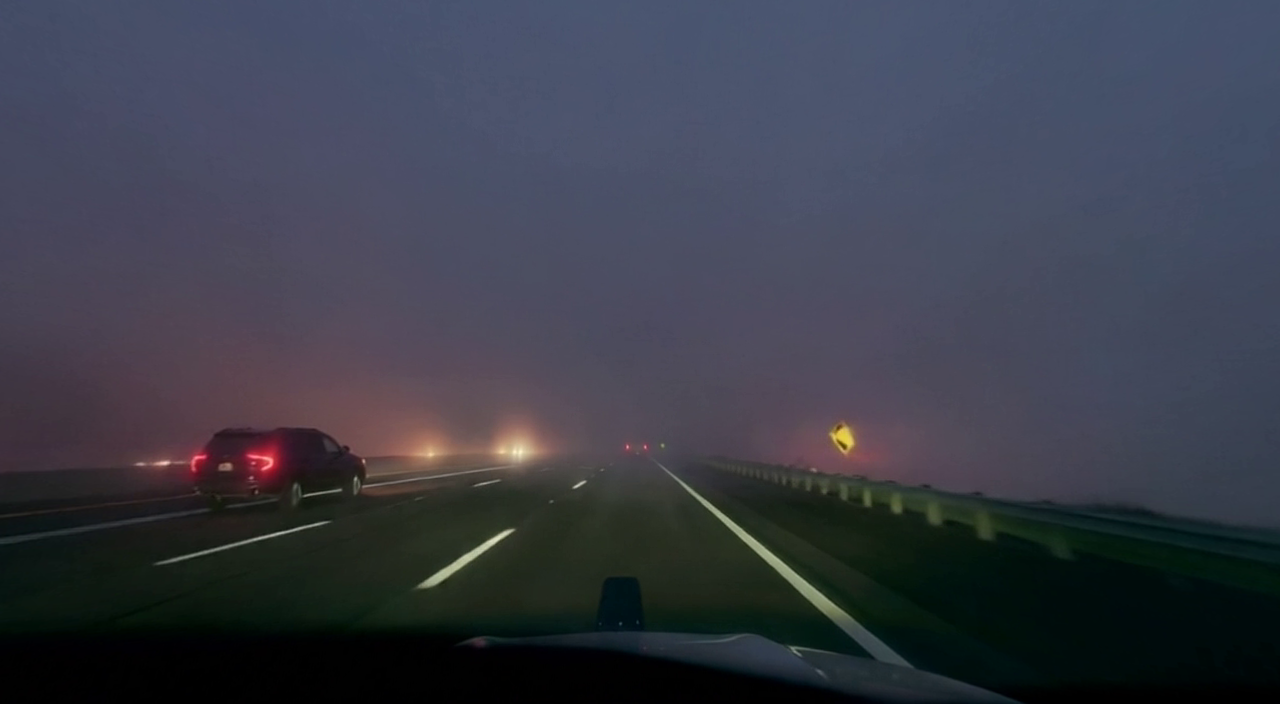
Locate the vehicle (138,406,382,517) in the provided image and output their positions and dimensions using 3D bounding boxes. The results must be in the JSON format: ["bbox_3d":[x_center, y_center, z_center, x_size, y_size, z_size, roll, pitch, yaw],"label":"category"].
[{"bbox_3d":[-7.833,2.327,13.787,2.163,1.947,4.959,0,-9,1],"label":"vehicle"}]
